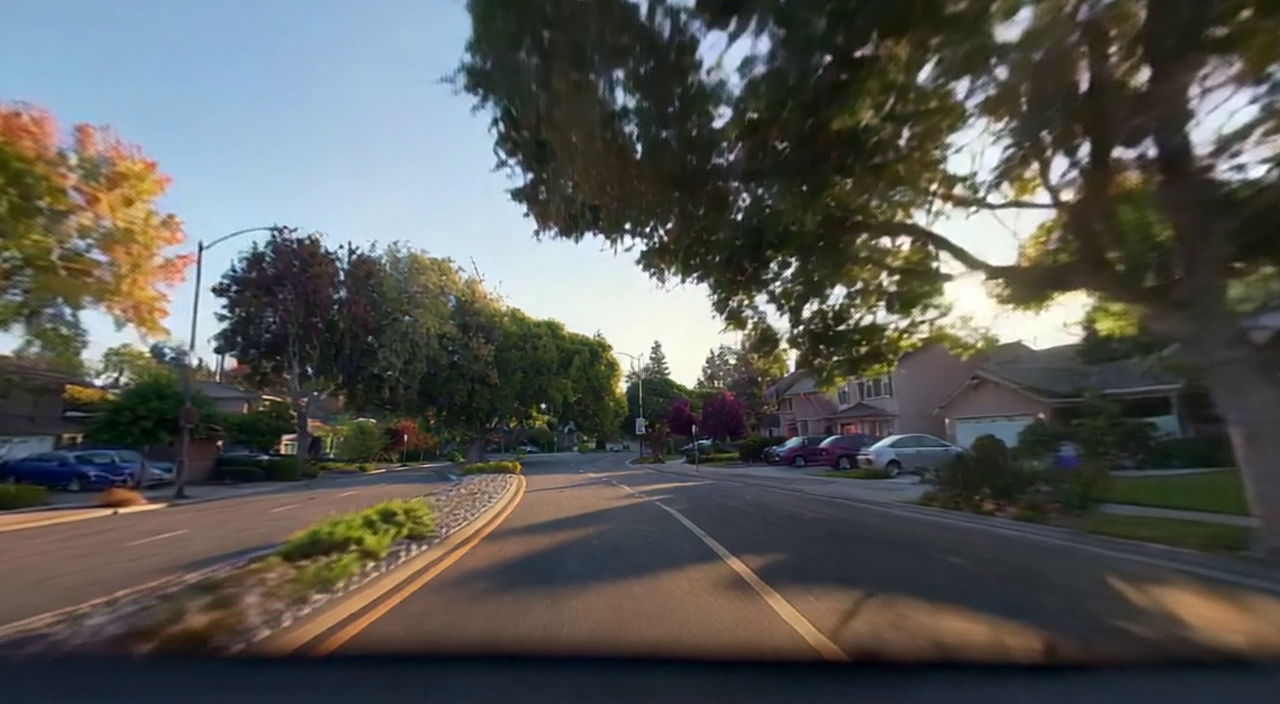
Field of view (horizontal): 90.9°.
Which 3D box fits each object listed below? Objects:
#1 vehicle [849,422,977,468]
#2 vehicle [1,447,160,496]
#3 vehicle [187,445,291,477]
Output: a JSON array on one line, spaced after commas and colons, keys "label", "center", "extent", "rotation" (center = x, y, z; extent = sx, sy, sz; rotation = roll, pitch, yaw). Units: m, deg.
[{"label": "vehicle", "center": [12.225, 4.228, 28.565], "extent": [4.693, 1.764, 2.265], "rotation": [-4, -9, 7]}, {"label": "vehicle", "center": [-21.146, 4.487, 24.006], "extent": [3.899, 1.729, 2.064], "rotation": [1, -8, -7]}, {"label": "vehicle", "center": [-24.845, 6.740, 39.232], "extent": [4.879, 1.854, 2.265], "rotation": [2, -9, -15]}]
